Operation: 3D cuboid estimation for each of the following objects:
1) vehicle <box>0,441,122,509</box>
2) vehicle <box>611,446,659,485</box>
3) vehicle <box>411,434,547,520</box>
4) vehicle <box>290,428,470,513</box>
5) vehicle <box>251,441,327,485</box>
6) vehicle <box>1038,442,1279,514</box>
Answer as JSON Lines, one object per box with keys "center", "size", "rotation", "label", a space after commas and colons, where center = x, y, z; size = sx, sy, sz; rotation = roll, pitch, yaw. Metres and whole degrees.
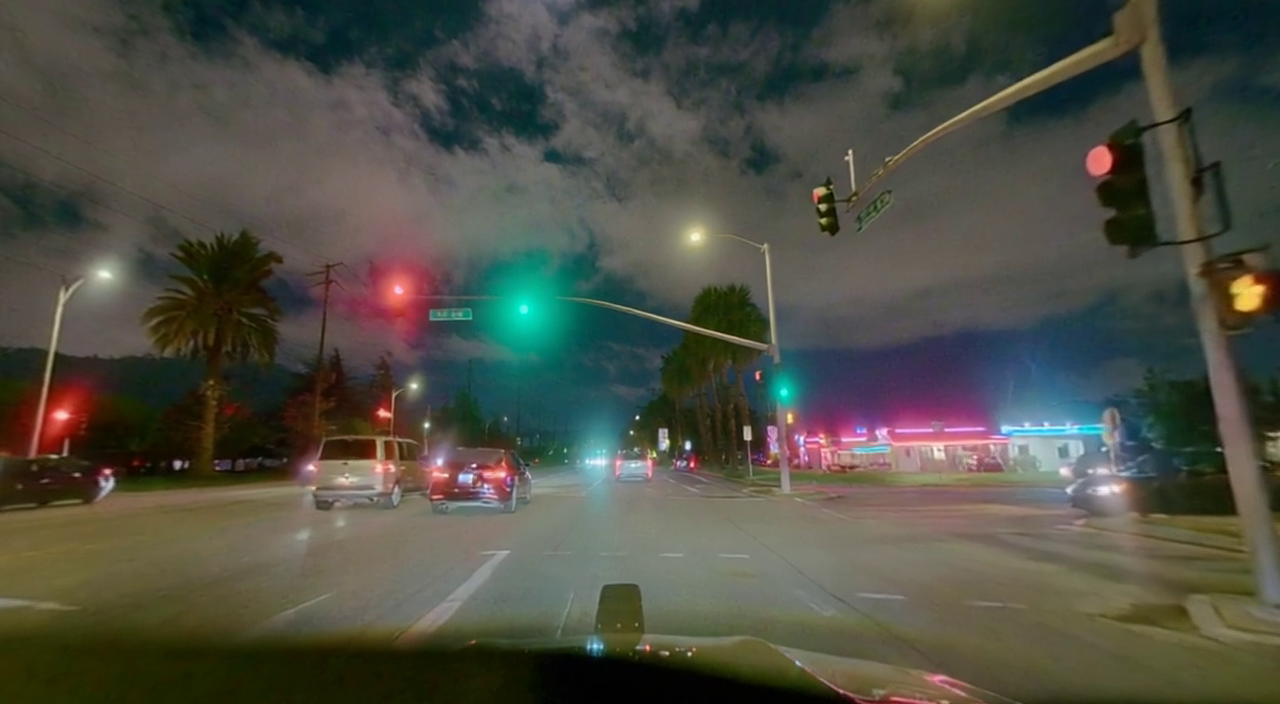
{"center": [-18.618, 3.595, 18.780], "size": [2.323, 1.828, 4.675], "rotation": [0, -9, 0], "label": "vehicle"}
{"center": [-0.255, 5.700, 31.786], "size": [2.280, 1.803, 4.240], "rotation": [0, -9, -1], "label": "vehicle"}
{"center": [-3.799, 3.033, 15.821], "size": [2.116, 1.806, 4.516], "rotation": [0, -9, 1], "label": "vehicle"}
{"center": [-7.169, 3.365, 18.465], "size": [2.457, 2.010, 6.330], "rotation": [0, -9, 1], "label": "vehicle"}
{"center": [-26.132, 8.256, 47.149], "size": [2.512, 2.978, 5.172], "rotation": [2, -9, 0], "label": "vehicle"}
{"center": [12.271, 2.882, 14.621], "size": [4.649, 1.496, 2.061], "rotation": [0, -9, -1], "label": "vehicle"}
